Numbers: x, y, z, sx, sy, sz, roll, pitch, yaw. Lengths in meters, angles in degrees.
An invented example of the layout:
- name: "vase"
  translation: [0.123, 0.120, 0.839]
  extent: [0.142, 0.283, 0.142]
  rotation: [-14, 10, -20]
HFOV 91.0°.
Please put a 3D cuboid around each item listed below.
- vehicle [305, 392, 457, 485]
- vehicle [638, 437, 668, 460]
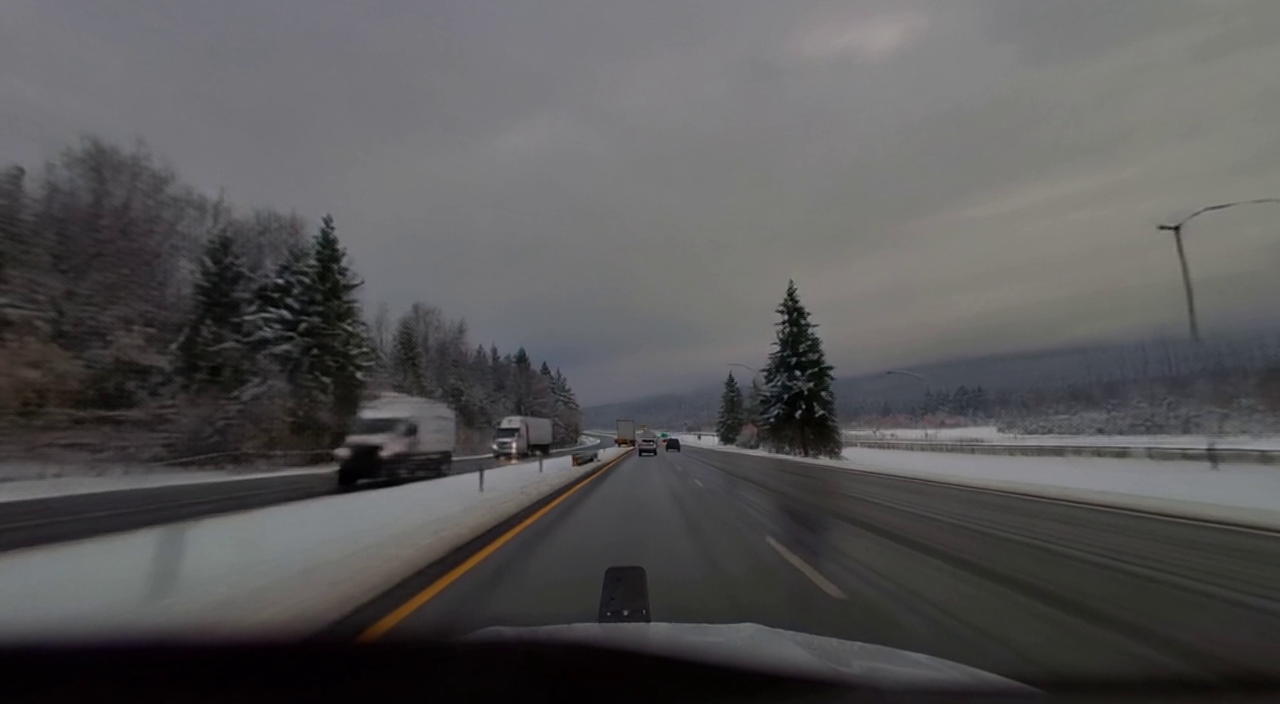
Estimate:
- name: "vehicle"
  translation: [-8.044, 2.819, 20.404]
  extent: [2.330, 2.559, 5.751]
  rotation: [0, -8, 1]
- name: "vehicle"
  translation: [0.846, 6.385, 41.726]
  extent: [1.924, 1.498, 3.817]
  rotation: [0, -8, 1]
